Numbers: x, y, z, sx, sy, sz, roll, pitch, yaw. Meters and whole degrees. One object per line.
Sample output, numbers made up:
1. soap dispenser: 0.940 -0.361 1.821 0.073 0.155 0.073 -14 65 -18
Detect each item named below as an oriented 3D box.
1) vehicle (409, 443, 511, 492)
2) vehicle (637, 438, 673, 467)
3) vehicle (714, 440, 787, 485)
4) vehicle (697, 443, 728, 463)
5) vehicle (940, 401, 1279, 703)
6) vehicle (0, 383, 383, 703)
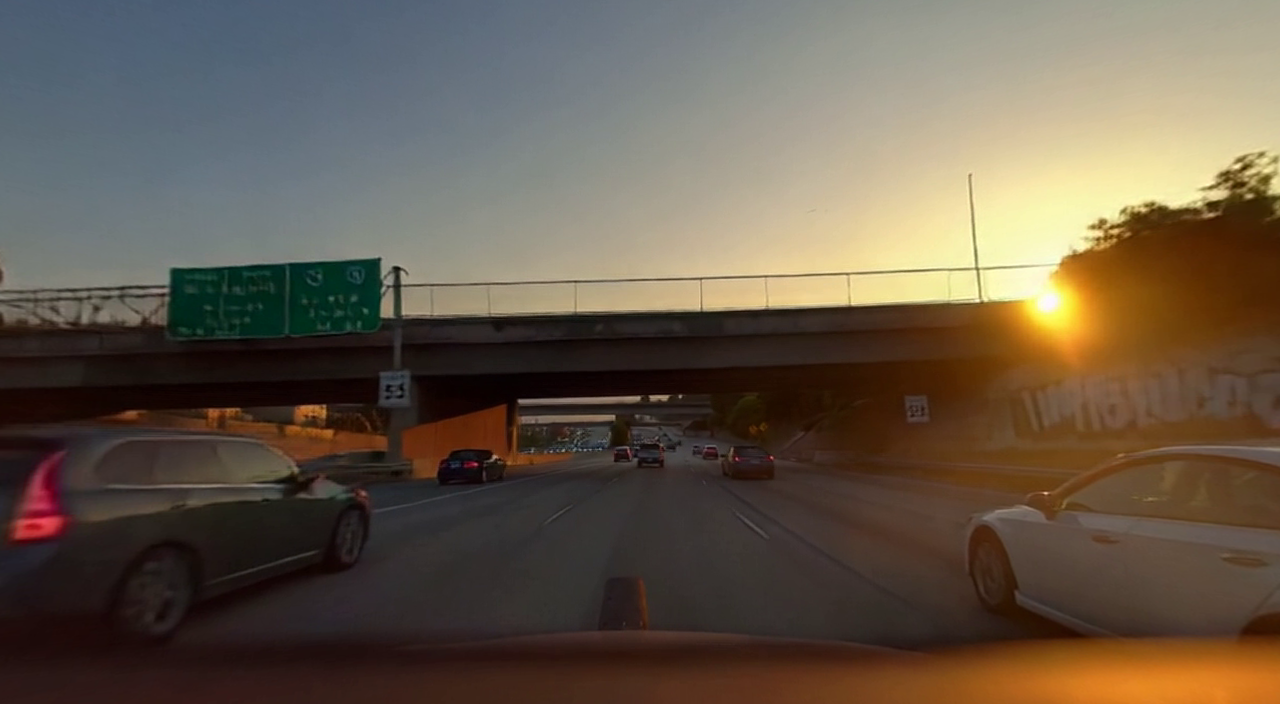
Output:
1. vehicle: -6.098 3.958 22.016 2.050 1.507 4.375 -1 -8 3
2. vehicle: 0.931 6.405 40.297 2.183 1.764 4.134 0 -8 1
3. vehicle: 3.830 3.888 22.484 1.854 1.438 3.954 0 -8 0
4. vehicle: 5.685 7.923 49.670 2.078 1.456 3.926 0 -8 2
5. vehicle: 3.700 1.101 3.595 1.912 1.509 4.291 0 -8 1
6. vehicle: -3.681 1.155 4.154 2.136 1.571 4.285 0 -8 0
